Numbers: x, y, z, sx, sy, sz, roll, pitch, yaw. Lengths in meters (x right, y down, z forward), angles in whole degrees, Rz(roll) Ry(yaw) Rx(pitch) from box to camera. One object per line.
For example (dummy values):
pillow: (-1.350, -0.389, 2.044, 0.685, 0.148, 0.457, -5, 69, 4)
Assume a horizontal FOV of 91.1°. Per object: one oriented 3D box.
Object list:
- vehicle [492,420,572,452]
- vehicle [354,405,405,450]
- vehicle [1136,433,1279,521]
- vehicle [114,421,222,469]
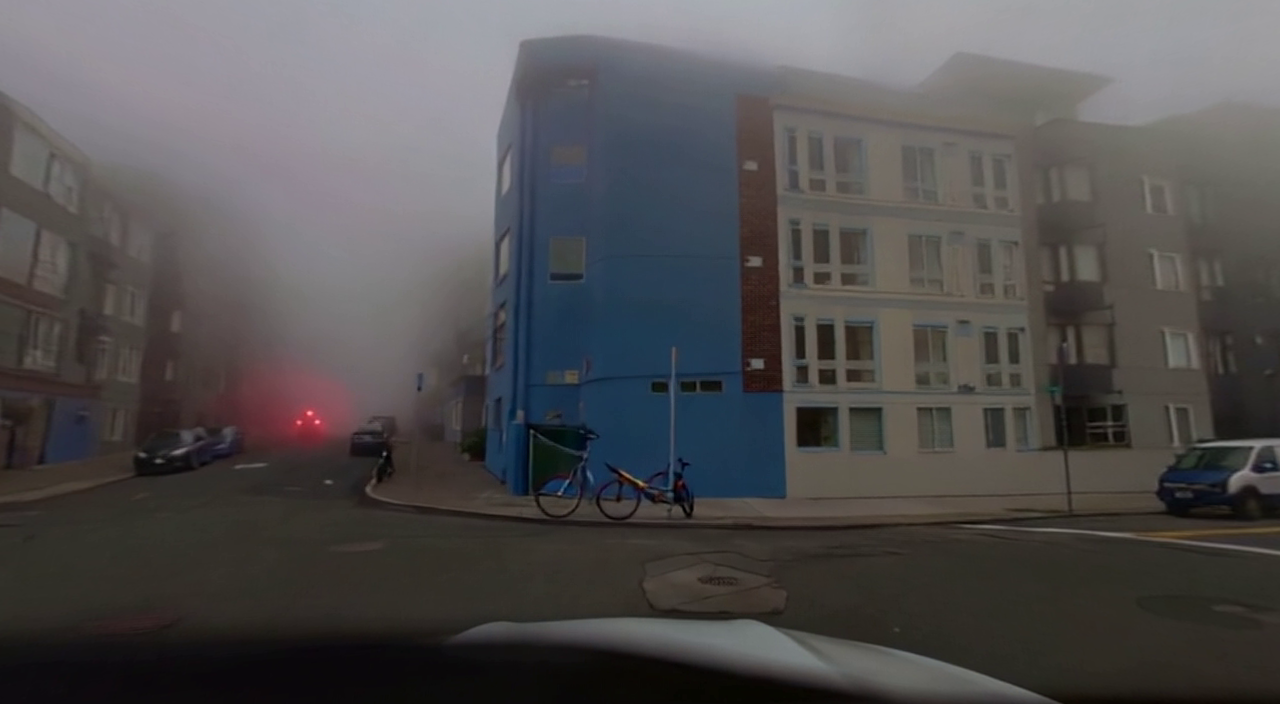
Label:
vehicle: (-5.076, 3.961, 29.616, 3.404, 1.431, 1.641, 3, -8, -23)
vehicle: (-13.204, 3.814, 31.697, 2.072, 2.074, 4.358, 3, -8, -25)
vehicle: (11.986, 2.344, 12.210, 3.414, 1.519, 1.719, 1, -8, -10)
vehicle: (-15.485, 3.049, 20.869, 1.897, 1.431, 3.741, 3, -8, -22)
